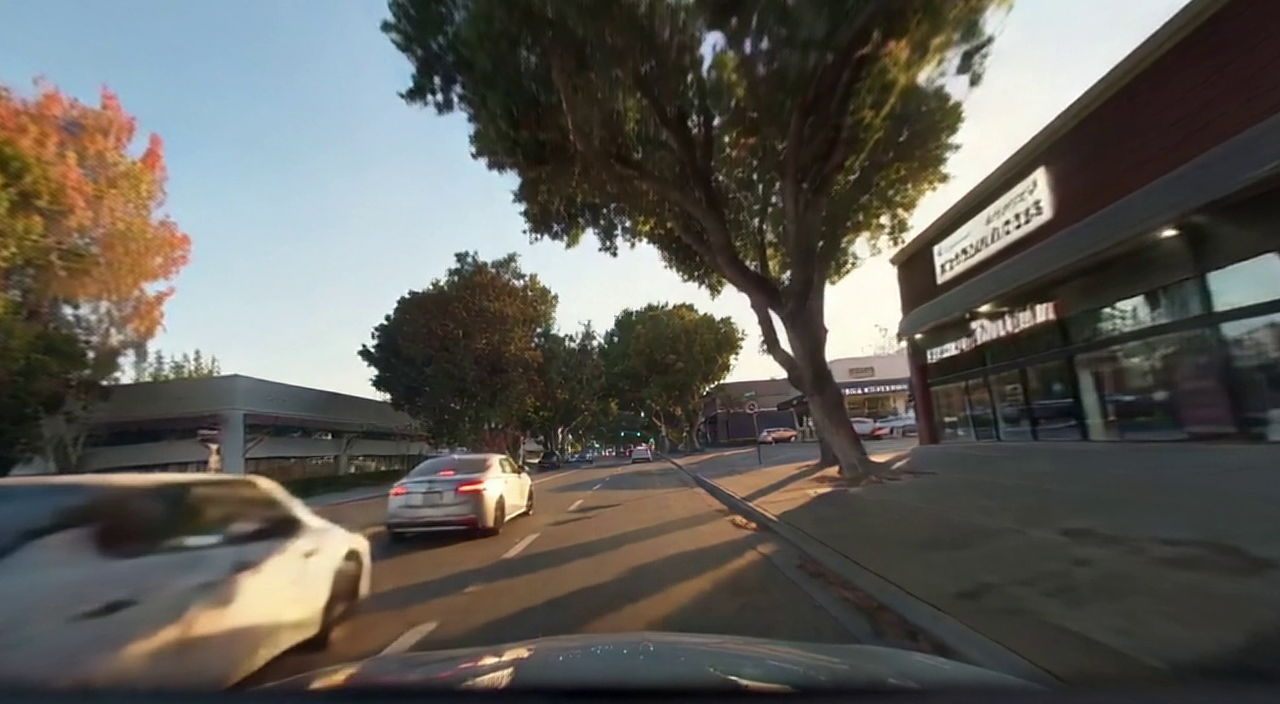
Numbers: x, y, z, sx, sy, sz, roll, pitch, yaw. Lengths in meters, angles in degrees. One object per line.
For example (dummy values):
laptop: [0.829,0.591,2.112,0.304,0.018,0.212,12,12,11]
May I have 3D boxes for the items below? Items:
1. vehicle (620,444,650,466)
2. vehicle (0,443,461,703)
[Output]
vehicle: [-0.394,7.350,45.262,2.020,1.478,3.922,1,-8,-2]
vehicle: [-2.788,1.235,3.537,2.099,1.424,4.609,0,-8,1]
